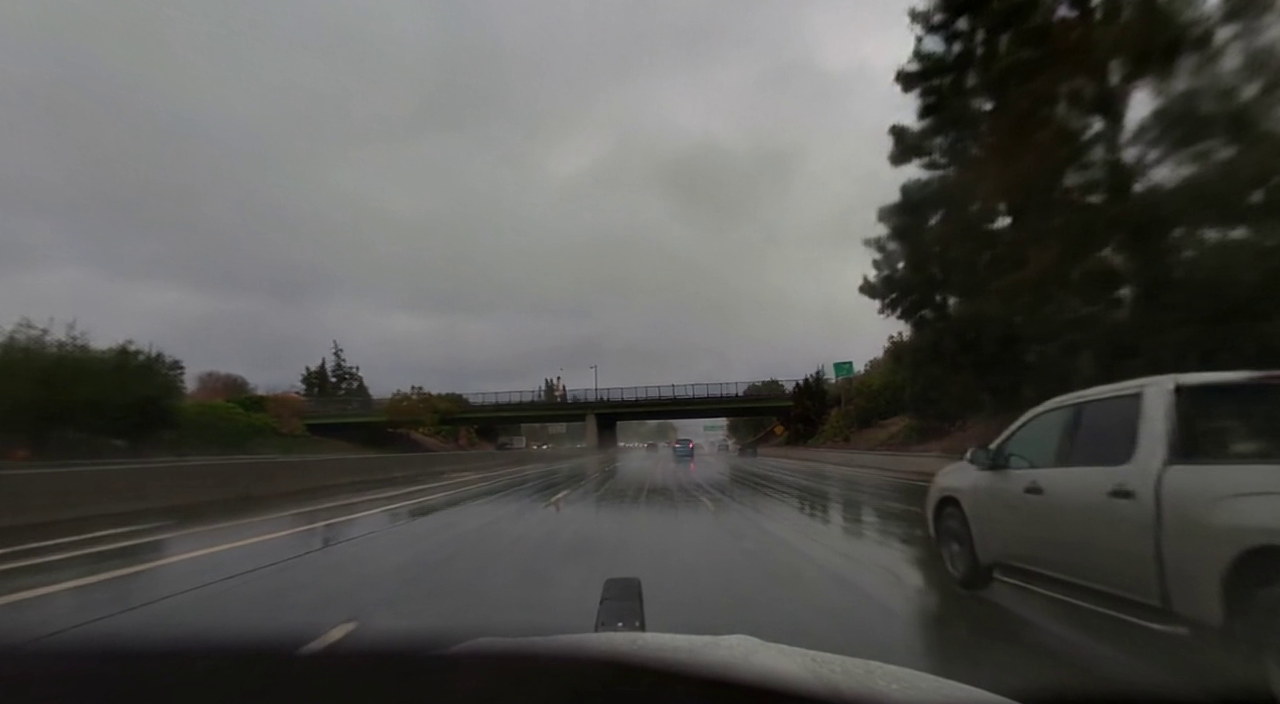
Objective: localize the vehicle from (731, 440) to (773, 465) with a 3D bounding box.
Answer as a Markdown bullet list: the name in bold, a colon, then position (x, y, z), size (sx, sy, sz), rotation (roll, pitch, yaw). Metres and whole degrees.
- **vehicle**: position (7.321, 6.622, 41.753), size (1.989, 1.529, 4.375), rotation (0, -9, 0)

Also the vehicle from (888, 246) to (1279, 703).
- **vehicle**: position (3.753, 0.734, 3.057), size (2.693, 2.044, 5.882), rotation (0, -9, 0)

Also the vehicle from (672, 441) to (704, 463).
- **vehicle**: position (3.424, 7.202, 45.534), size (1.981, 1.471, 4.342), rotation (0, -9, 0)

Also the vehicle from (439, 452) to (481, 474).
- **vehicle**: position (-14.098, 8.735, 49.830), size (1.851, 1.460, 4.715), rotation (-3, -8, 1)
